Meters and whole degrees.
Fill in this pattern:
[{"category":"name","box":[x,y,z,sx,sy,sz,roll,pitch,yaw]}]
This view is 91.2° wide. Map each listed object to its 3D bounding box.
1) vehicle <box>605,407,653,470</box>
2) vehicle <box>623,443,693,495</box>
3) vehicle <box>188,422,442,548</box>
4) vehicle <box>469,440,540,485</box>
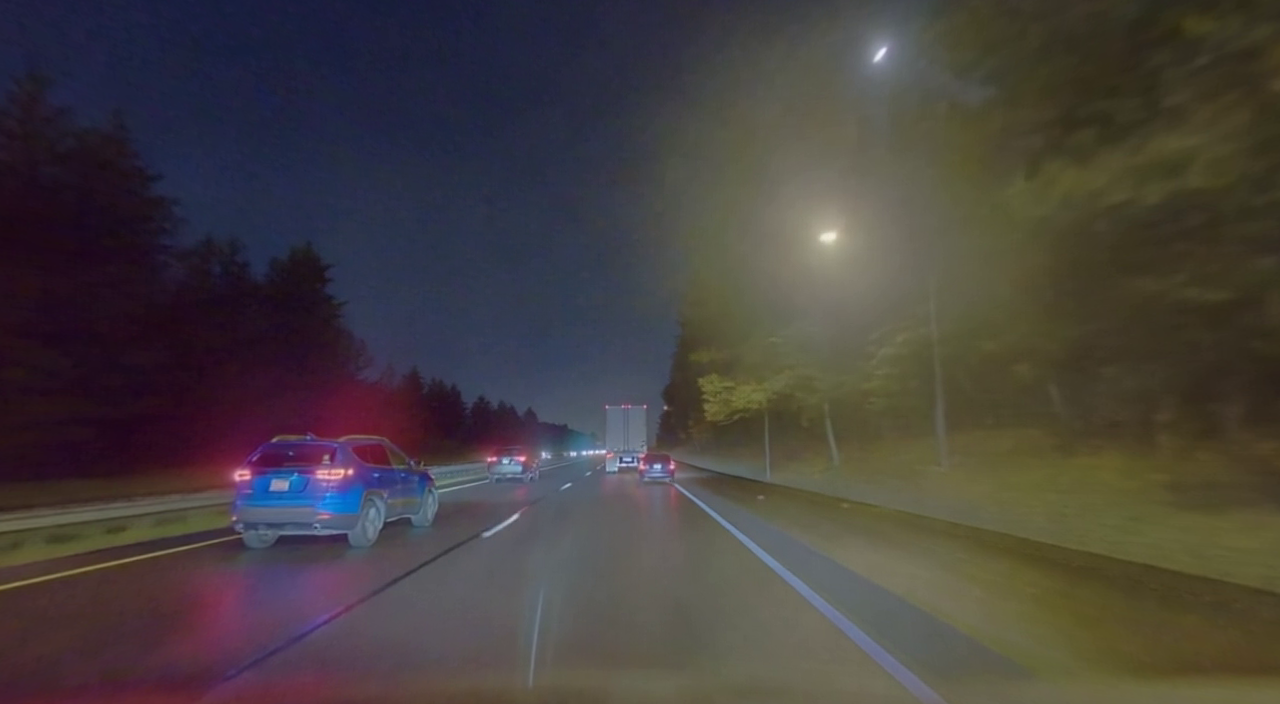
[{"category":"vehicle","box":[-0.934,6.414,45.847,3.113,4.066,10.786,0,-9,-2]},{"category":"vehicle","box":[0.477,3.720,20.332,2.026,1.489,4.045,0,-9,-2]},{"category":"vehicle","box":[-5.041,2.117,10.564,2.100,1.671,4.105,0,-9,-1]},{"category":"vehicle","box":[-5.385,4.432,25.380,2.035,1.664,4.064,0,-9,-1]}]
